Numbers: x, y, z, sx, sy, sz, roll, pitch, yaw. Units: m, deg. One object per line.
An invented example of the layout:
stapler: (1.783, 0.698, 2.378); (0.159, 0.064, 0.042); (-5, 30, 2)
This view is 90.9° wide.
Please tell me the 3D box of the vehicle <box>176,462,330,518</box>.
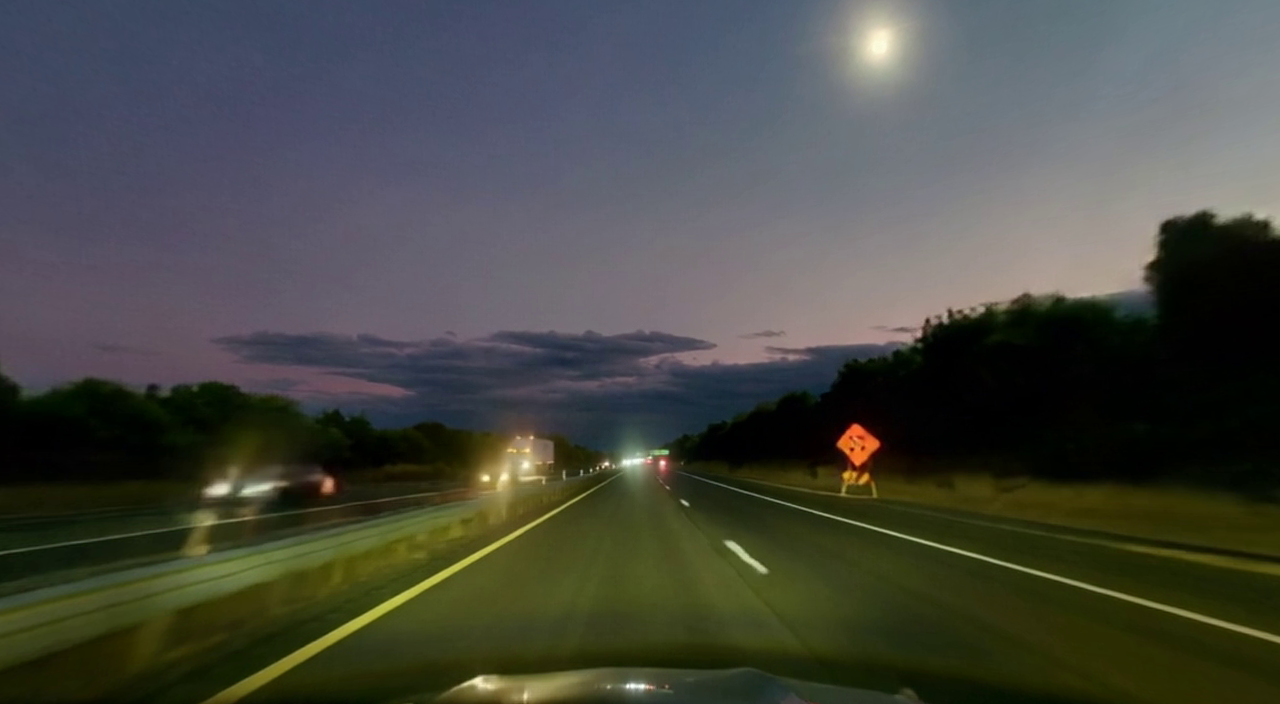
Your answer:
vehicle: (-11.755, 4.204, 19.591); (1.881, 1.504, 4.462); (1, -10, 1)

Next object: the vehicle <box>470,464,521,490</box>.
vehicle: (-8.888, 7.736, 39.191); (1.921, 1.479, 4.747); (1, -10, 1)
